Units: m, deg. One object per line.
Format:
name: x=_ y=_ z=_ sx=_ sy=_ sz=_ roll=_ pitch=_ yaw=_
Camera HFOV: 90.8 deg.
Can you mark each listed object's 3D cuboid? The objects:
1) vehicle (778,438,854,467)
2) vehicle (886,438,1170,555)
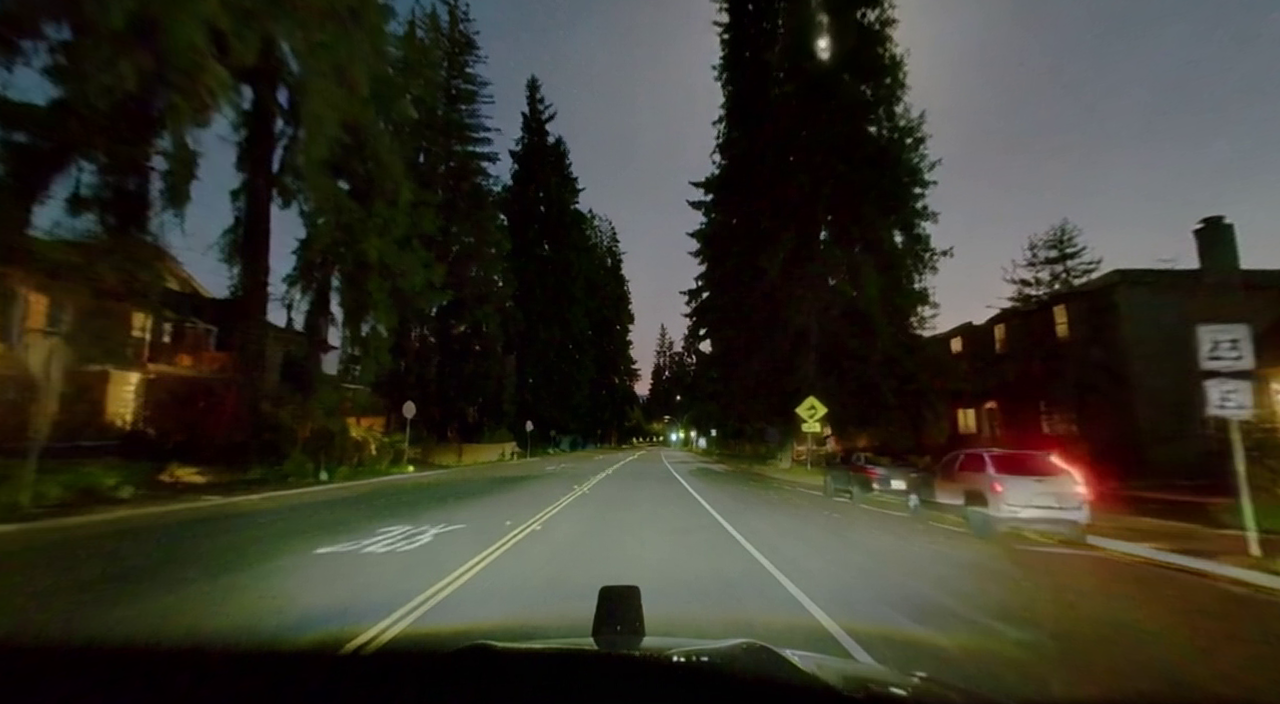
vehicle: x=11.578 y=6.634 z=41.811 sx=4.453 sy=1.590 sz=1.861 roll=-3 pitch=-7 yaw=3
vehicle: x=6.104 y=2.272 z=10.757 sx=1.893 sy=1.543 sz=4.434 roll=0 pitch=-9 yaw=-2
